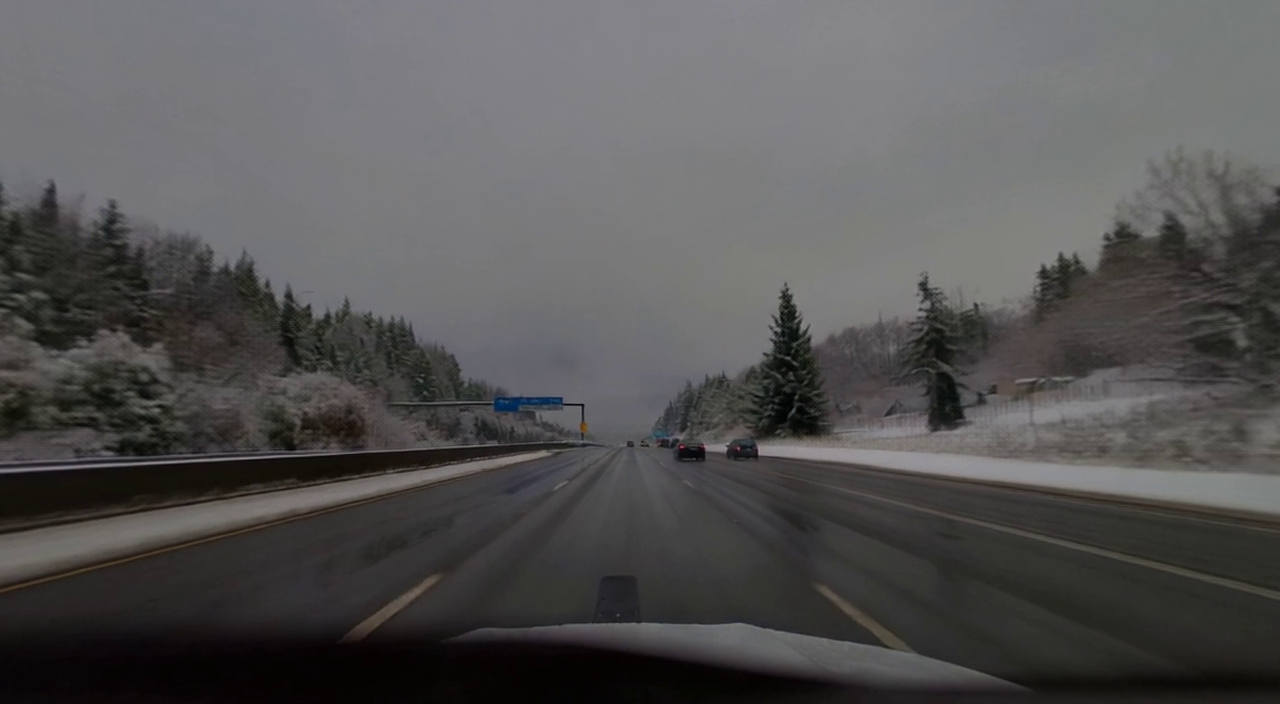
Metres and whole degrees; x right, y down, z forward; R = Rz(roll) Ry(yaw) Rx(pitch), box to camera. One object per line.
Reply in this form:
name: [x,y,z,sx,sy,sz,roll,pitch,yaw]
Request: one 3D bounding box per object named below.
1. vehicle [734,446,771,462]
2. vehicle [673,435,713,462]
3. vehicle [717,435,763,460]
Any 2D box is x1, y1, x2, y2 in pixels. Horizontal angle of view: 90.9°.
vehicle: [6.713,6.119,37.820,1.535,0.862,2.814,0,-8,-3]
vehicle: [3.069,5.652,37.083,1.819,1.468,3.770,0,-8,-3]
vehicle: [6.538,6.257,41.665,2.003,1.522,4.940,0,-8,-2]
